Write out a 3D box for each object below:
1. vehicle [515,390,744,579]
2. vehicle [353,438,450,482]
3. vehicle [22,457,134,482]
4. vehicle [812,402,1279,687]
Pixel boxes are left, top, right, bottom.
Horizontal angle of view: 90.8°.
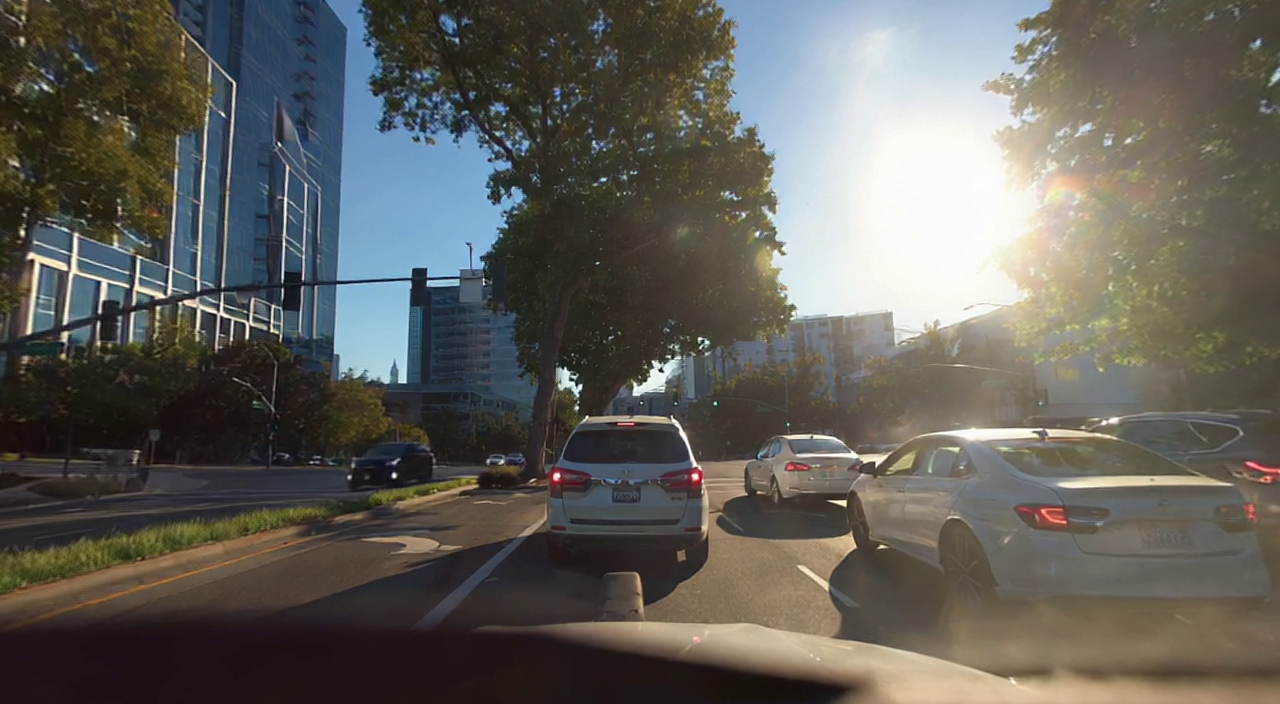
[{"bbox_3d":[-0.213,1.620,8.430,2.236,1.827,4.316,1,-9,-3],"label":"vehicle"},{"bbox_3d":[-11.071,5.059,29.976,2.204,1.848,6.047,0,-9,1],"label":"vehicle"},{"bbox_3d":[-35.089,7.343,39.586,4.845,1.442,1.880,2,-9,-13],"label":"vehicle"},{"bbox_3d":[3.367,1.421,5.958,2.034,1.558,4.774,0,-9,-1],"label":"vehicle"}]
